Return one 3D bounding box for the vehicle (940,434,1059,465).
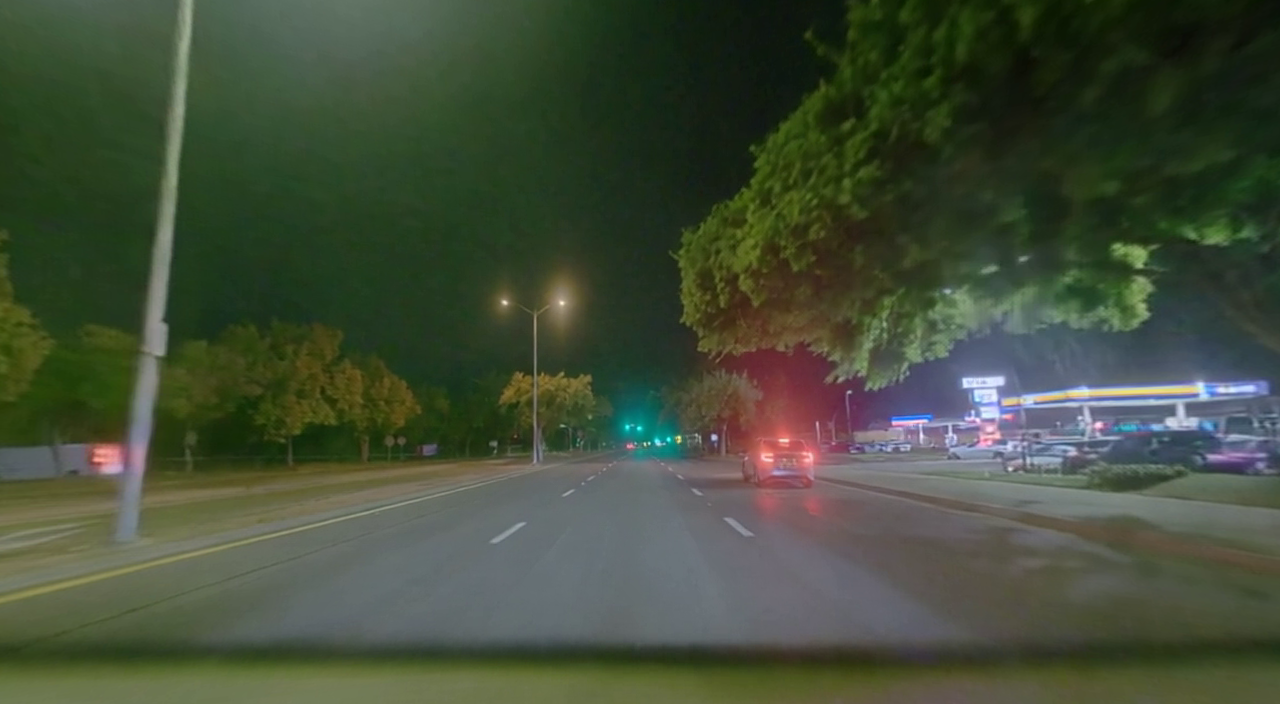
[{"bbox_3d":[23.461,6.388,41.441,6.404,1.894,2.275,0,-8,0],"label":"vehicle"}]

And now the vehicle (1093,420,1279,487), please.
[{"bbox_3d":[16.680,2.897,18.177,5.536,1.705,2.122,-1,-9,1],"label":"vehicle"}]

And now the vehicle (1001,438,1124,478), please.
[{"bbox_3d":[15.960,3.979,23.988,3.383,1.393,1.730,0,-8,3],"label":"vehicle"}]

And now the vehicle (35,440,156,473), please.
[{"bbox_3d":[-33.060,6.347,38.505,5.259,1.760,2.094,-2,-9,-3],"label":"vehicle"}]

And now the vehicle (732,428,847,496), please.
[{"bbox_3d":[4.531,3.427,20.119,2.245,1.864,5.076,0,-8,-2],"label":"vehicle"}]

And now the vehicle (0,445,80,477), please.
[{"bbox_3d":[-33.086,5.670,33.062,5.406,1.627,2.177,0,-8,-1],"label":"vehicle"}]
